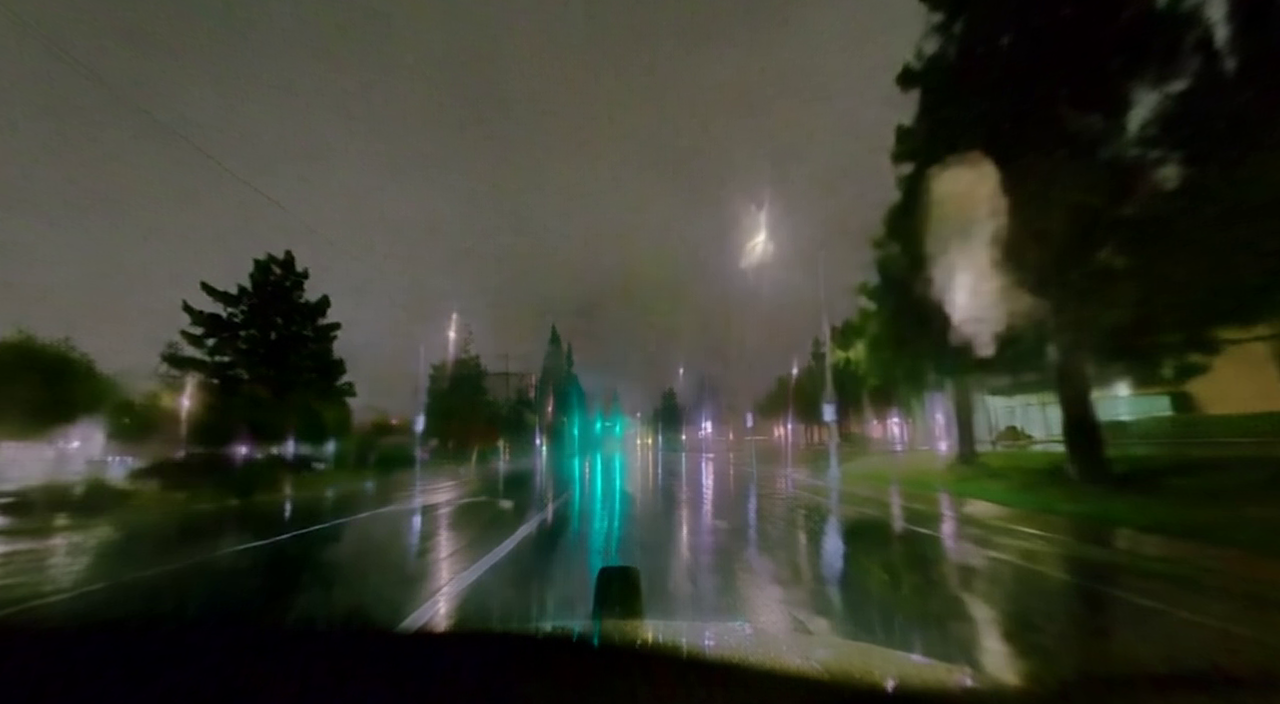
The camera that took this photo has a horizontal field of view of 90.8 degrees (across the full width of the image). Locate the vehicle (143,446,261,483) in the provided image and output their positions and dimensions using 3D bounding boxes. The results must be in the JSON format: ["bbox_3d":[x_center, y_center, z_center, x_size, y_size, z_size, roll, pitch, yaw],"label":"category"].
[{"bbox_3d":[-23.274,5.973,33.715,4.794,1.869,2.060,-1,-8,3],"label":"vehicle"}]

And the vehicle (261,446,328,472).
[{"bbox_3d":[-24.326,7.527,44.648,2.067,1.644,4.216,1,-9,5],"label":"vehicle"}]
